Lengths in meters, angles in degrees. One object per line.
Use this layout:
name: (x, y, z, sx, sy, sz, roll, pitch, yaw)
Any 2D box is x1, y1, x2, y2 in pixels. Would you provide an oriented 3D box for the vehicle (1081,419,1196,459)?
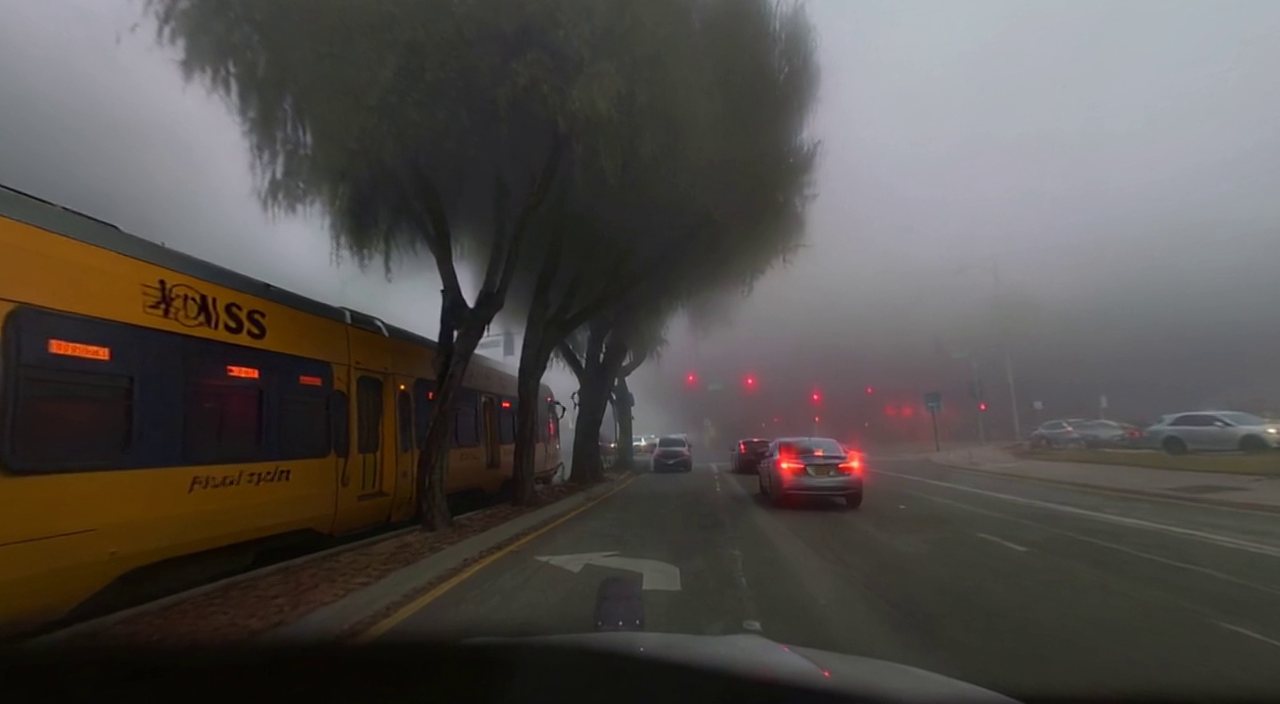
vehicle: (20.641, 3.640, 26.380, 1.831, 1.545, 3.872, -1, -8, 5)

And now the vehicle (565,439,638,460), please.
vehicle: (-2.713, 6.977, 45.247, 4.941, 1.473, 1.885, -1, -8, 6)

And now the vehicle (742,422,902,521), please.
vehicle: (3.114, 2.138, 11.833, 2.002, 1.471, 4.337, -1, -8, 4)

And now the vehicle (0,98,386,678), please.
vehicle: (-5.752, -0.016, 2.262, 2.897, 3.700, 13.528, -1, -8, 6)

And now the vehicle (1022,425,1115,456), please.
vehicle: (21.102, 4.394, 31.349, 1.796, 1.434, 4.504, -1, -8, 5)

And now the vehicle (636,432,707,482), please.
vehicle: (1.120, 3.430, 20.892, 2.118, 1.478, 4.076, -1, -8, 5)

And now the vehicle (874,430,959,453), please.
vehicle: (18.206, 5.900, 41.710, 4.701, 1.455, 1.805, 0, -8, 1)
